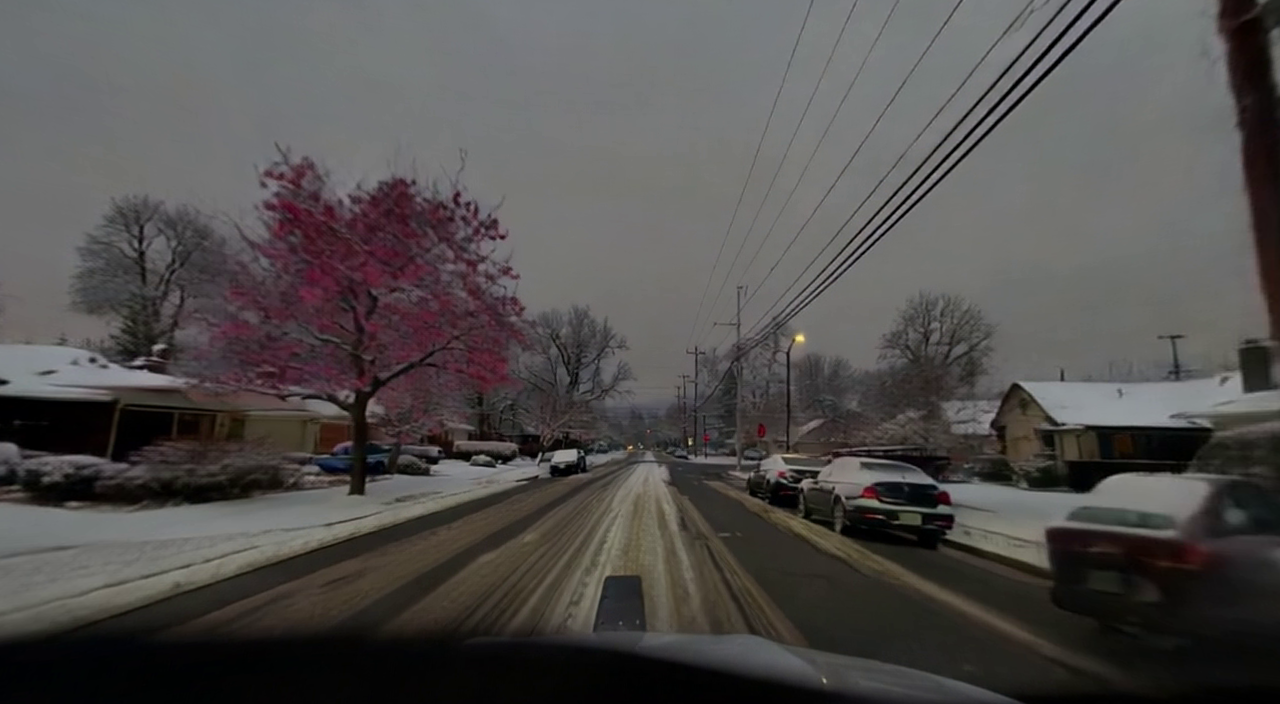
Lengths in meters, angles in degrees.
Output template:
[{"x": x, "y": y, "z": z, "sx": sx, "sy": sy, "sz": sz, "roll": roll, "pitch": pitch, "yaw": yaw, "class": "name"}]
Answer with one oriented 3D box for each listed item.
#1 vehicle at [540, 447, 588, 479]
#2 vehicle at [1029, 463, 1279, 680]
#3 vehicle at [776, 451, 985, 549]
[{"x": -4.085, "y": 6.034, "z": 34.702, "sx": 1.938, "sy": 1.508, "sz": 4.481, "roll": 0, "pitch": -8, "yaw": 2, "class": "vehicle"}, {"x": 6.180, "y": 1.833, "z": 6.102, "sx": 4.526, "sy": 1.449, "sz": 2.075, "roll": 5, "pitch": -10, "yaw": -29, "class": "vehicle"}, {"x": 4.254, "y": 2.682, "z": 12.234, "sx": 2.006, "sy": 1.489, "sz": 4.753, "roll": 1, "pitch": -9, "yaw": -3, "class": "vehicle"}]
